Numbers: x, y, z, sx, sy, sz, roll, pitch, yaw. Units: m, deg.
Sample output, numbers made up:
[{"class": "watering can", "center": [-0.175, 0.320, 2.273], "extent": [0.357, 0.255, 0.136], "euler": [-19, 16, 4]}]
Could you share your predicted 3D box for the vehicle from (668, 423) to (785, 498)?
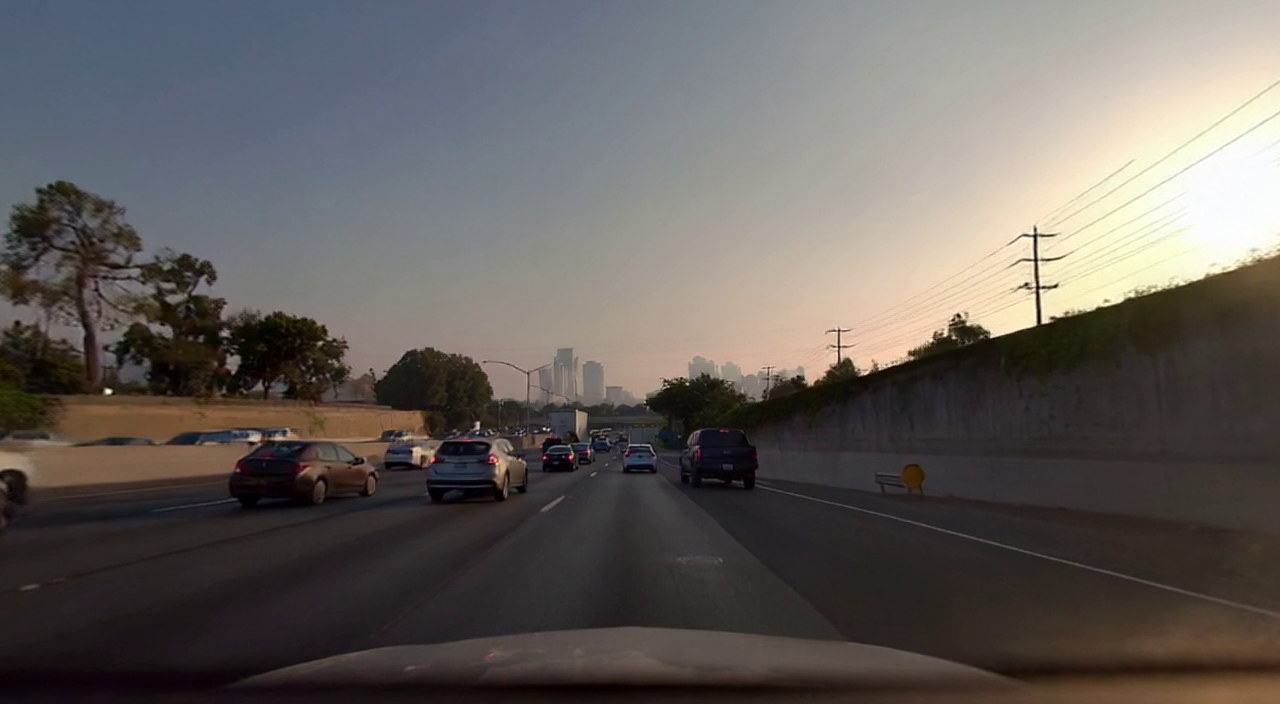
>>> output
[{"class": "vehicle", "center": [2.606, 3.523, 20.977], "extent": [2.793, 2.132, 5.682], "euler": [0, -8, -3]}]

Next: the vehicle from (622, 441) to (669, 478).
[{"class": "vehicle", "center": [0.235, 5.113, 30.274], "extent": [2.092, 1.671, 3.889], "euler": [0, -8, 0]}]

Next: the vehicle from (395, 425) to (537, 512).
[{"class": "vehicle", "center": [-3.843, 2.663, 14.884], "extent": [2.026, 1.719, 4.490], "euler": [0, -8, 1]}]

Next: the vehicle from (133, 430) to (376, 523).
[{"class": "vehicle", "center": [-7.425, 2.429, 12.901], "extent": [1.985, 1.529, 4.710], "euler": [0, -8, 0]}]

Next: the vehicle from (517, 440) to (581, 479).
[{"class": "vehicle", "center": [-3.842, 4.653, 27.561], "extent": [2.049, 1.530, 4.707], "euler": [0, -8, 1]}]
